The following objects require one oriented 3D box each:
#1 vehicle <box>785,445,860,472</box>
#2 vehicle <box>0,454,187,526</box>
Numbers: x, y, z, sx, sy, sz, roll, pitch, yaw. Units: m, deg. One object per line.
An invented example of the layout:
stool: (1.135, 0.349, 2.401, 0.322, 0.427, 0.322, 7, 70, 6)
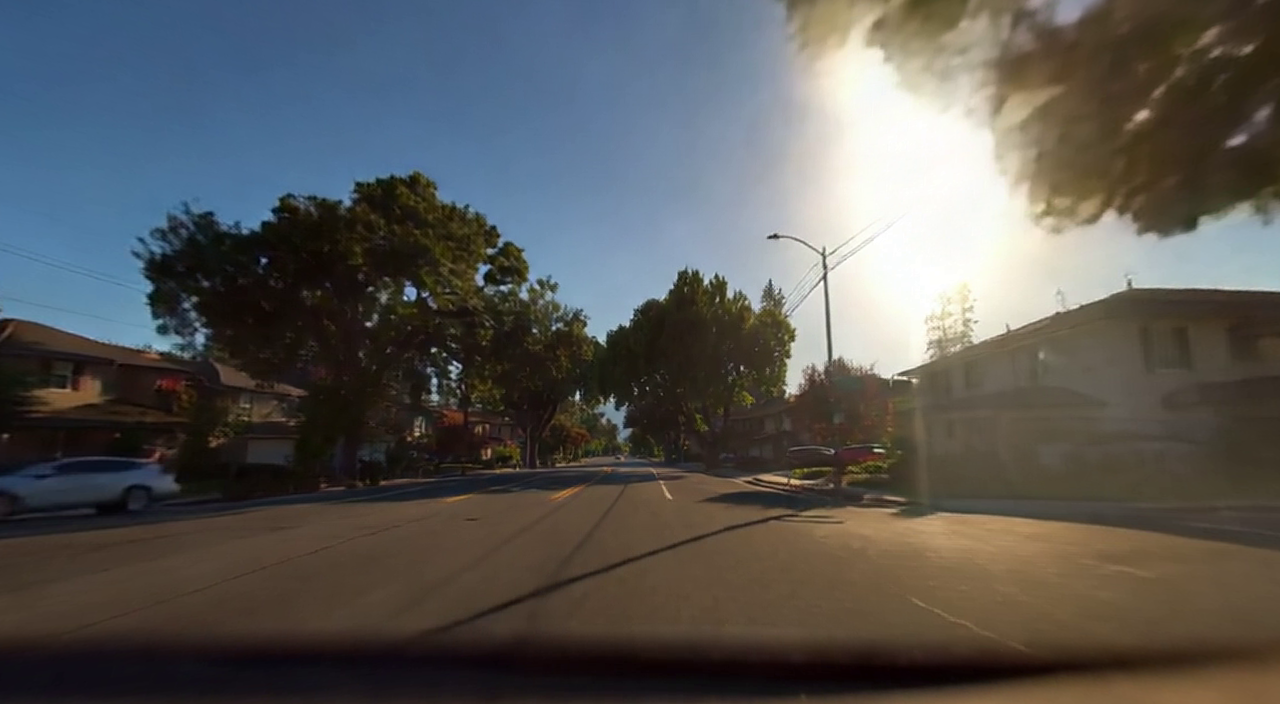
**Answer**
vehicle: (13.135, 7.700, 45.797, 4.912, 1.895, 2.047, -1, -9, 7)
vehicle: (-14.792, 3.431, 16.118, 2.064, 1.596, 4.716, -6, -11, 33)
